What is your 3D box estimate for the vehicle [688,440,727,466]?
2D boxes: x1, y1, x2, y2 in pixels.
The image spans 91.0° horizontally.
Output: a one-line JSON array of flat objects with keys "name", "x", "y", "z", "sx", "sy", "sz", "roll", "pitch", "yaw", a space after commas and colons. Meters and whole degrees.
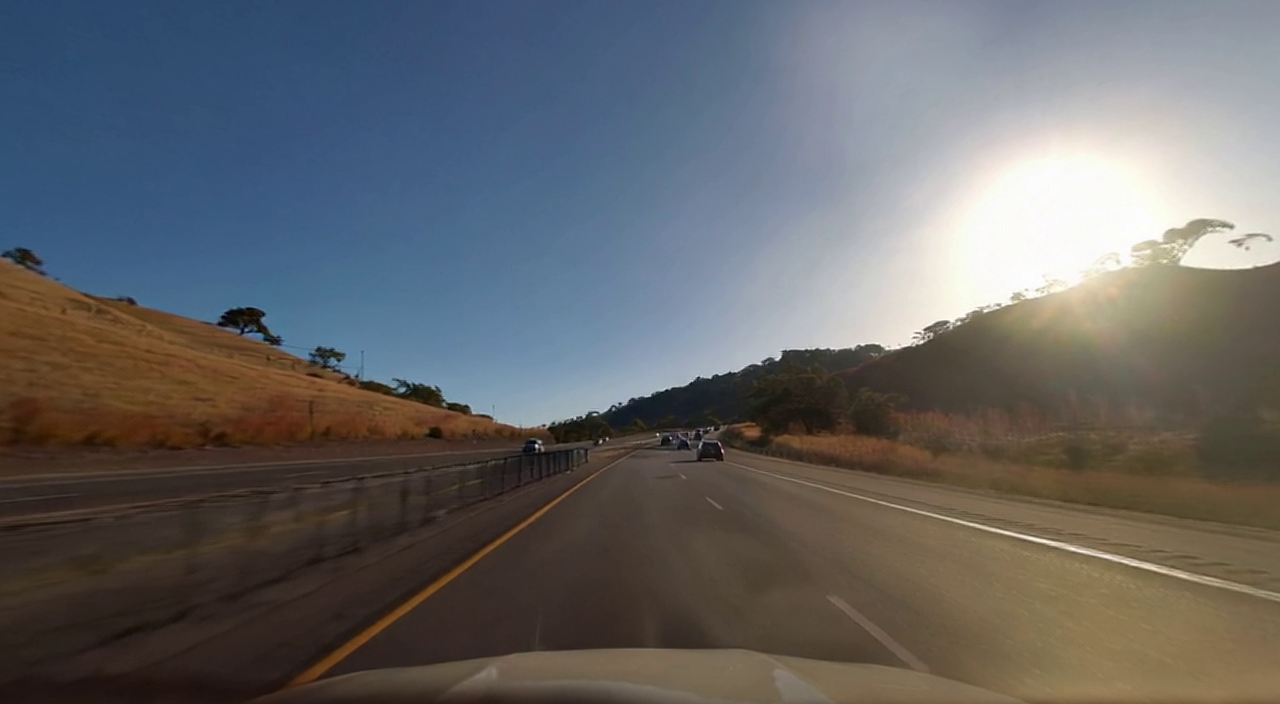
[{"name": "vehicle", "x": 4.145, "y": 6.238, "z": 39.067, "sx": 1.943, "sy": 1.490, "sz": 4.246, "roll": 0, "pitch": -8, "yaw": 0}]
